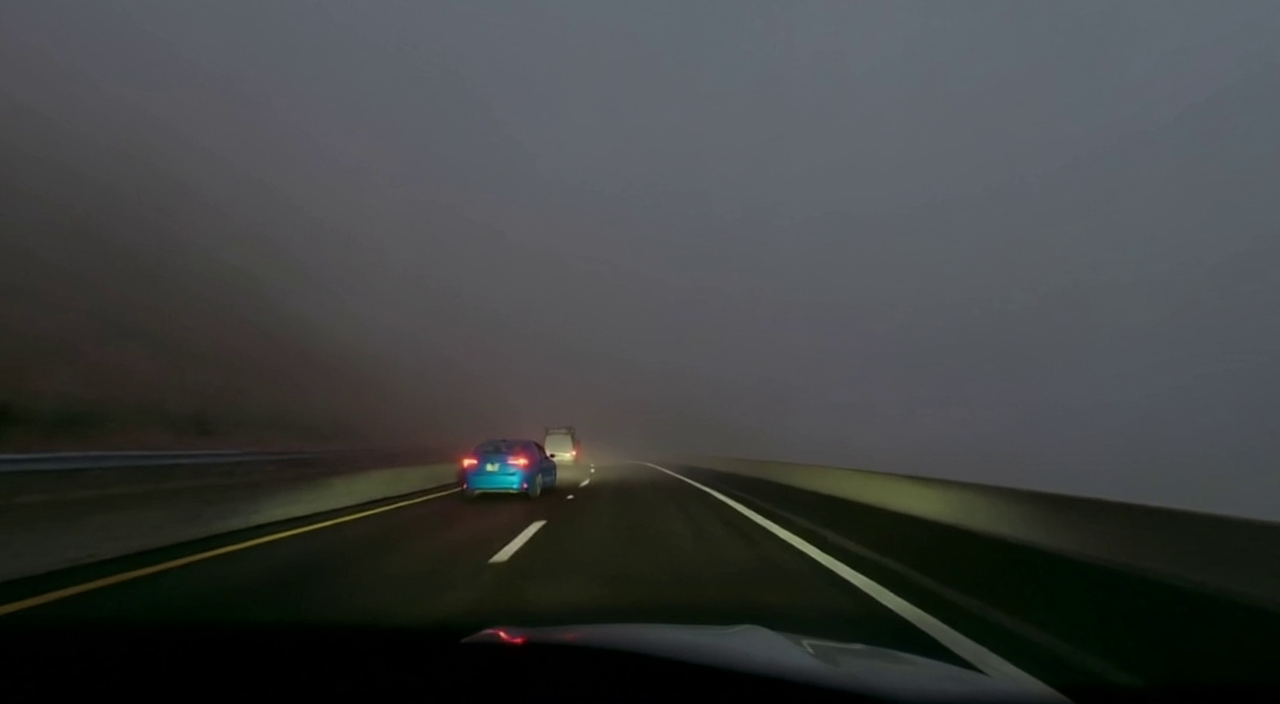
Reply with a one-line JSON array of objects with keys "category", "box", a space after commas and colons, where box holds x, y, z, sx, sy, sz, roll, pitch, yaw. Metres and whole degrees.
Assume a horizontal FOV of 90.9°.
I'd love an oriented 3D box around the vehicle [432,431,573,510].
[{"category": "vehicle", "box": [-2.906, 2.620, 14.522, 2.097, 1.511, 4.585, 0, -8, 2]}]
